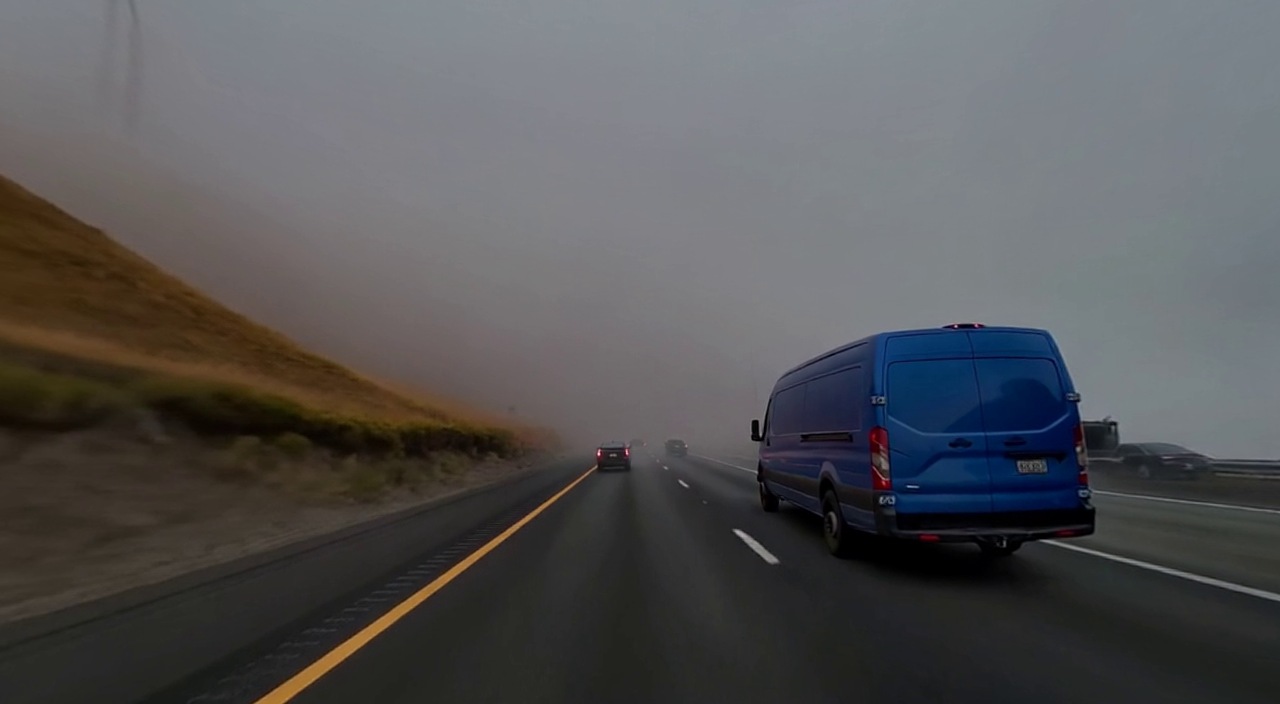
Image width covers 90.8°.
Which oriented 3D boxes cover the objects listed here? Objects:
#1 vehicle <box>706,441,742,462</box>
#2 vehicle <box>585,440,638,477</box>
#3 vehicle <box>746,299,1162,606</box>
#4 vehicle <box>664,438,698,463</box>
[{"bbox_3d":[6.387,7.667,48.811,1.958,1.514,4.930,0,-8,-2],"label":"vehicle"},{"bbox_3d":[-1.150,4.507,26.882,2.082,1.445,3.826,0,-8,-1],"label":"vehicle"},{"bbox_3d":[3.167,1.257,8.360,2.365,2.630,5.754,0,-8,-1],"label":"vehicle"},{"bbox_3d":[2.932,7.233,46.391,2.108,1.717,3.996,0,-8,-2],"label":"vehicle"}]
